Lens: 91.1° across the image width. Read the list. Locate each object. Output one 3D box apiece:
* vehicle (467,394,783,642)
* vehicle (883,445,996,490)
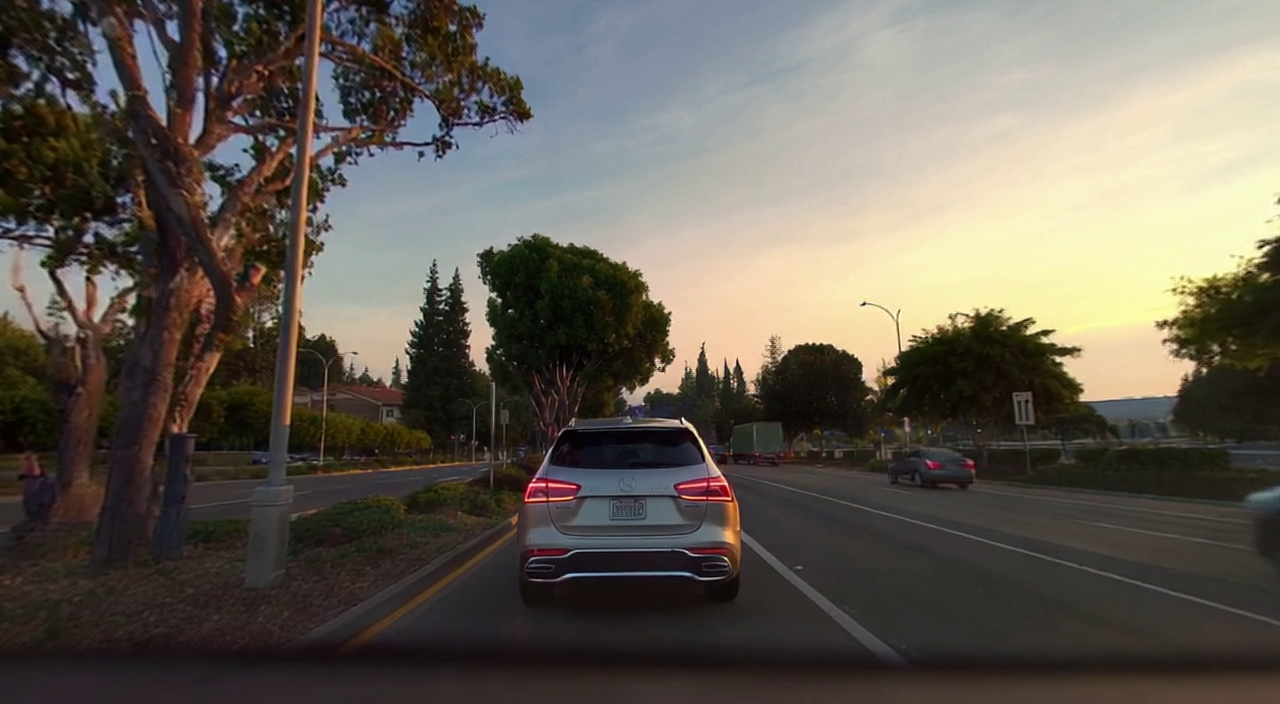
[{"bbox_3d":[-0.146,1.448,6.443,2.172,1.694,4.055,0,-8,-1],"label":"vehicle"},{"bbox_3d":[11.110,4.293,23.717,1.998,1.527,4.489,0,-9,0],"label":"vehicle"}]
